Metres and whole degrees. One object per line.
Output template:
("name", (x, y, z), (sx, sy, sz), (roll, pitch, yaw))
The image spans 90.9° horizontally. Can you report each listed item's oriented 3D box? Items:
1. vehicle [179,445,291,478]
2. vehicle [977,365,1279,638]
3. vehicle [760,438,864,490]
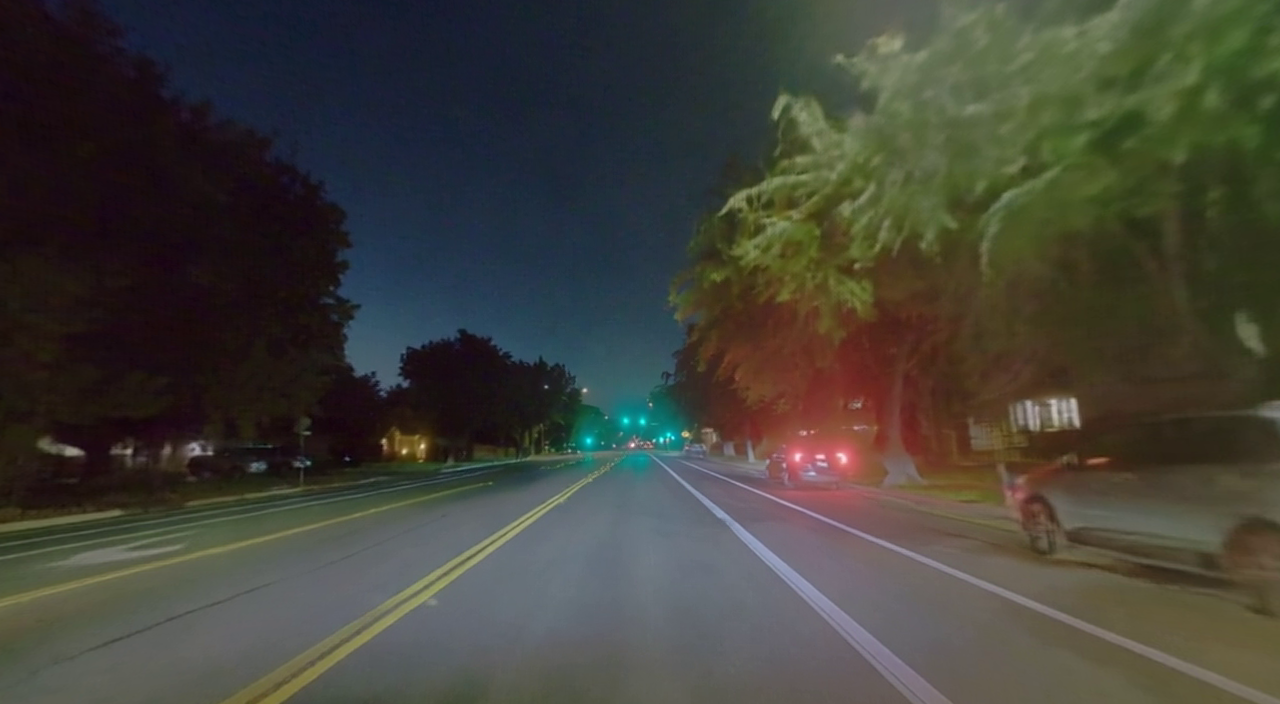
("vehicle", (-21.820, 5.885, 34.086), (4.610, 1.721, 2.019), (0, -8, -1))
("vehicle", (5.193, 1.175, 5.458), (2.047, 1.752, 4.538), (0, -8, 1))
("vehicle", (5.349, 3.543, 20.290), (1.935, 1.453, 4.488), (0, -8, -2))
